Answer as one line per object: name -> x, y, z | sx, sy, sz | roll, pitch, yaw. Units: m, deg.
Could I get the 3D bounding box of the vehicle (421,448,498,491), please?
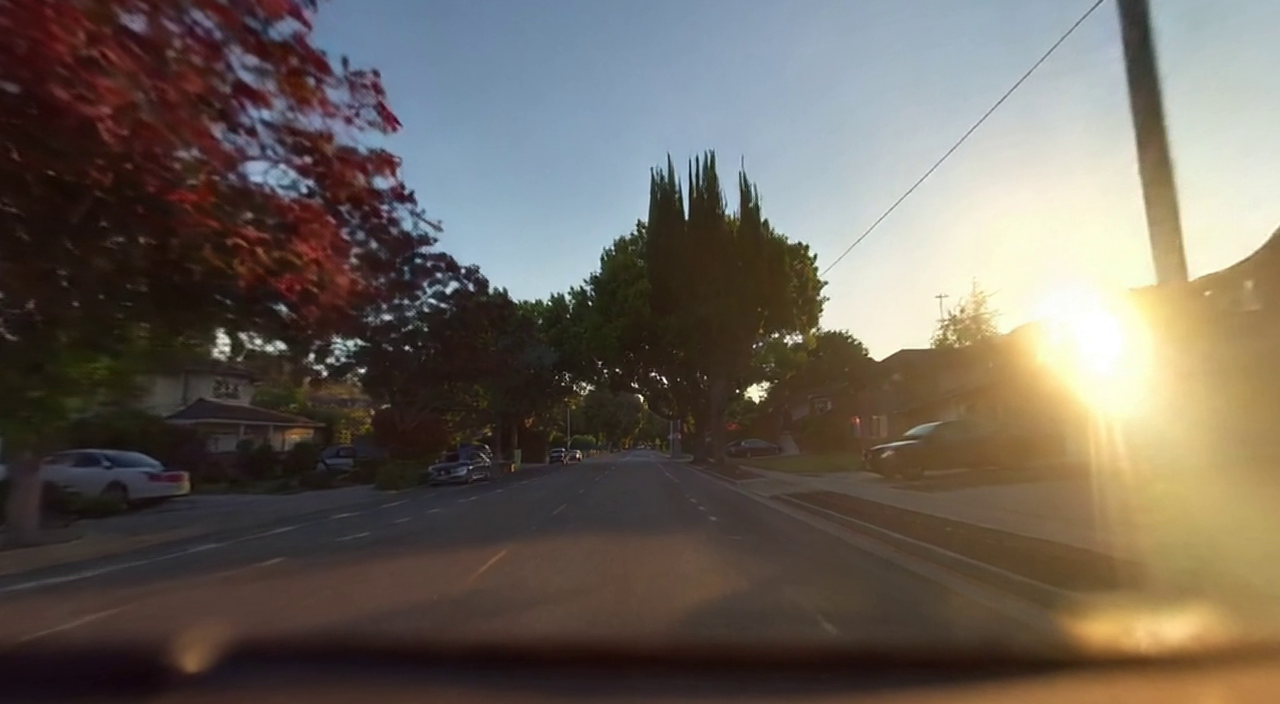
vehicle -> -7.619, 4.992, 27.160 | 1.973, 1.500, 4.781 | -5, -9, -2

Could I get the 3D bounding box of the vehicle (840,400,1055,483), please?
vehicle -> 9.007, 2.669, 18.875 | 5.221, 1.958, 1.992 | -4, -8, 0

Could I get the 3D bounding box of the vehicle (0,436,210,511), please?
vehicle -> -14.213, 3.034, 16.057 | 4.995, 1.760, 1.988 | 0, -8, -2

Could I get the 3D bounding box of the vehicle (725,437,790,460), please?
vehicle -> 8.861, 7.316, 47.863 | 4.535, 1.697, 1.968 | 0, -8, -1
